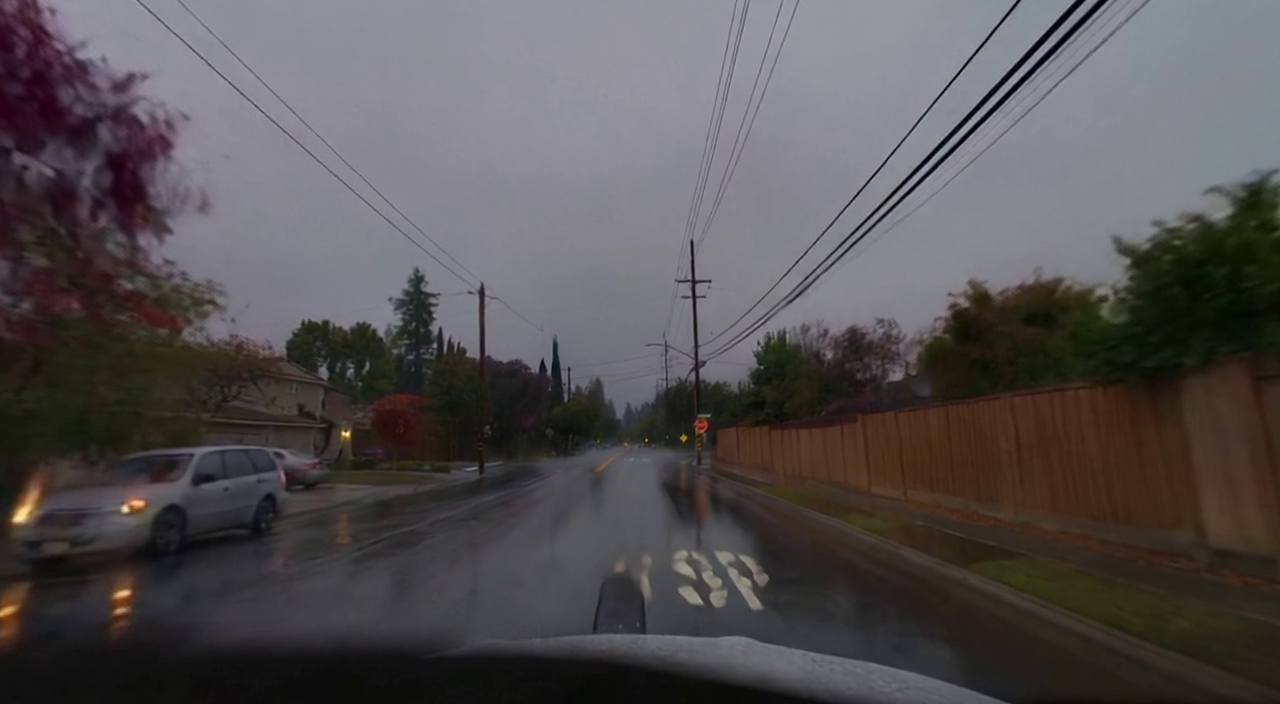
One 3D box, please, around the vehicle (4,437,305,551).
[{"bbox_3d":[-8.488,2.449,11.633,2.047,1.679,3.948,-1,-9,8],"label":"vehicle"}]
